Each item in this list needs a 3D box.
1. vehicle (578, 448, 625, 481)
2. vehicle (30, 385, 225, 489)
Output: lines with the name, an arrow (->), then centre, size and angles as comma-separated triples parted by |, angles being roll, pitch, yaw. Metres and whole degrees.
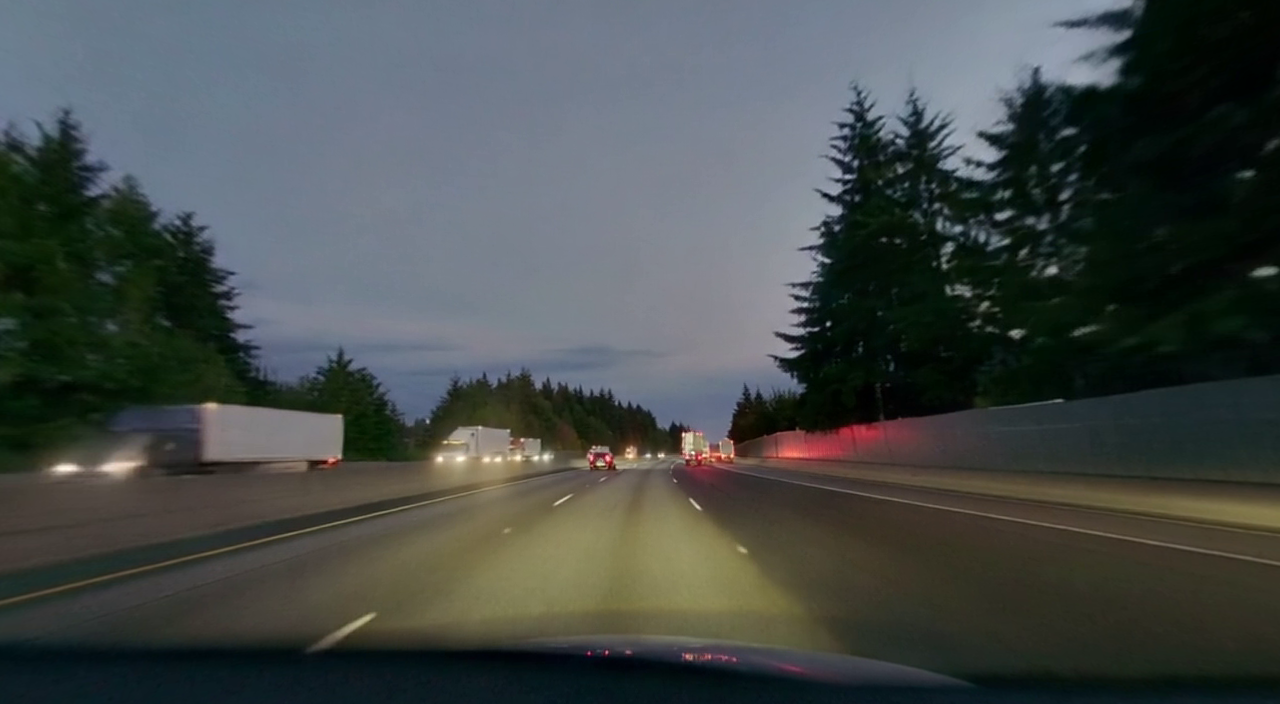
vehicle -> -1.855, 5.663, 31.958 | 2.035, 1.513, 4.272 | -1, -9, 1
vehicle -> -21.866, 3.767, 27.505 | 2.968, 3.964, 6.130 | -1, -9, 2
